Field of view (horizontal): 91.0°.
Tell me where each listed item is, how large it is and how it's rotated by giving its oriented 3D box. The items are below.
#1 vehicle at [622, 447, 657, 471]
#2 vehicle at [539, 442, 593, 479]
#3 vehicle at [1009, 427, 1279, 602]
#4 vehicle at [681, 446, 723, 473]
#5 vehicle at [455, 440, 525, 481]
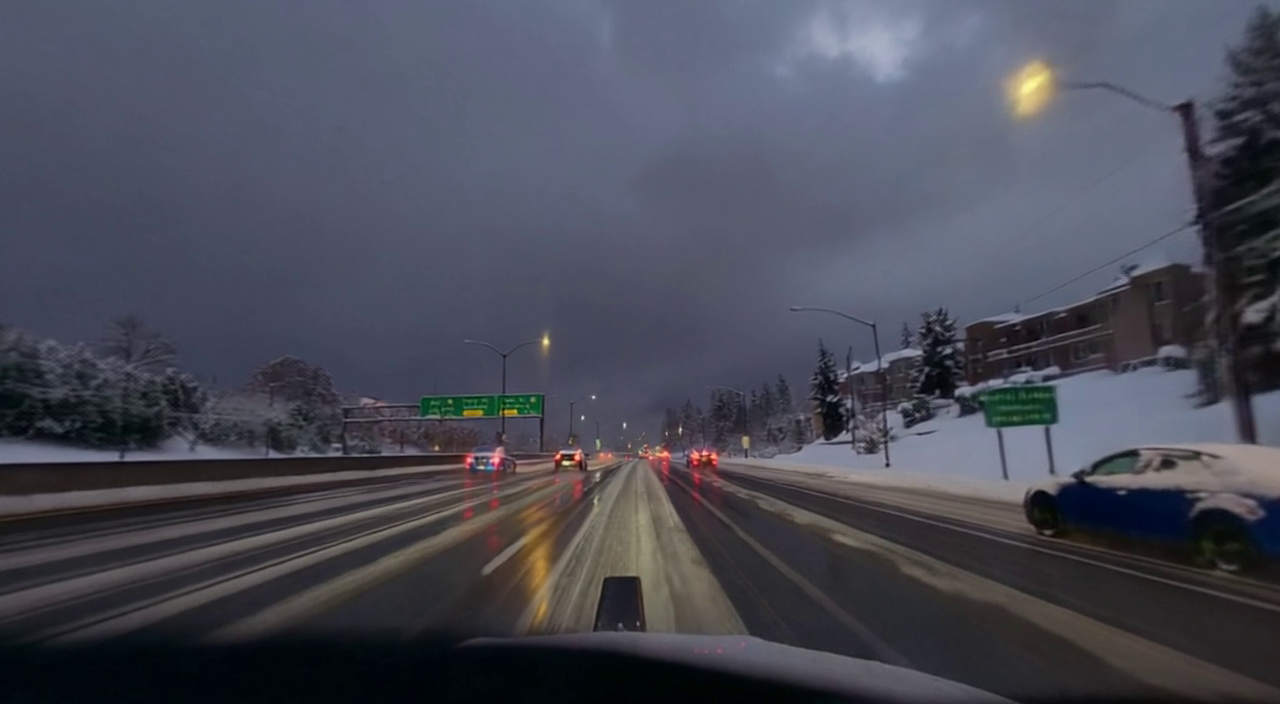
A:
[{"bbox_3d":[-0.036,7.108,42.118,2.166,1.496,4.158,0,-8,0],"label":"vehicle"},{"bbox_3d":[-3.573,5.315,31.163,2.091,1.664,4.157,0,-8,1],"label":"vehicle"},{"bbox_3d":[6.870,1.784,7.709,1.981,1.587,4.519,0,-8,0],"label":"vehicle"},{"bbox_3d":[3.719,6.593,38.810,2.077,1.527,4.553,0,-8,-1],"label":"vehicle"},{"bbox_3d":[-6.839,4.965,29.200,2.112,1.721,4.381,0,-8,0],"label":"vehicle"}]
